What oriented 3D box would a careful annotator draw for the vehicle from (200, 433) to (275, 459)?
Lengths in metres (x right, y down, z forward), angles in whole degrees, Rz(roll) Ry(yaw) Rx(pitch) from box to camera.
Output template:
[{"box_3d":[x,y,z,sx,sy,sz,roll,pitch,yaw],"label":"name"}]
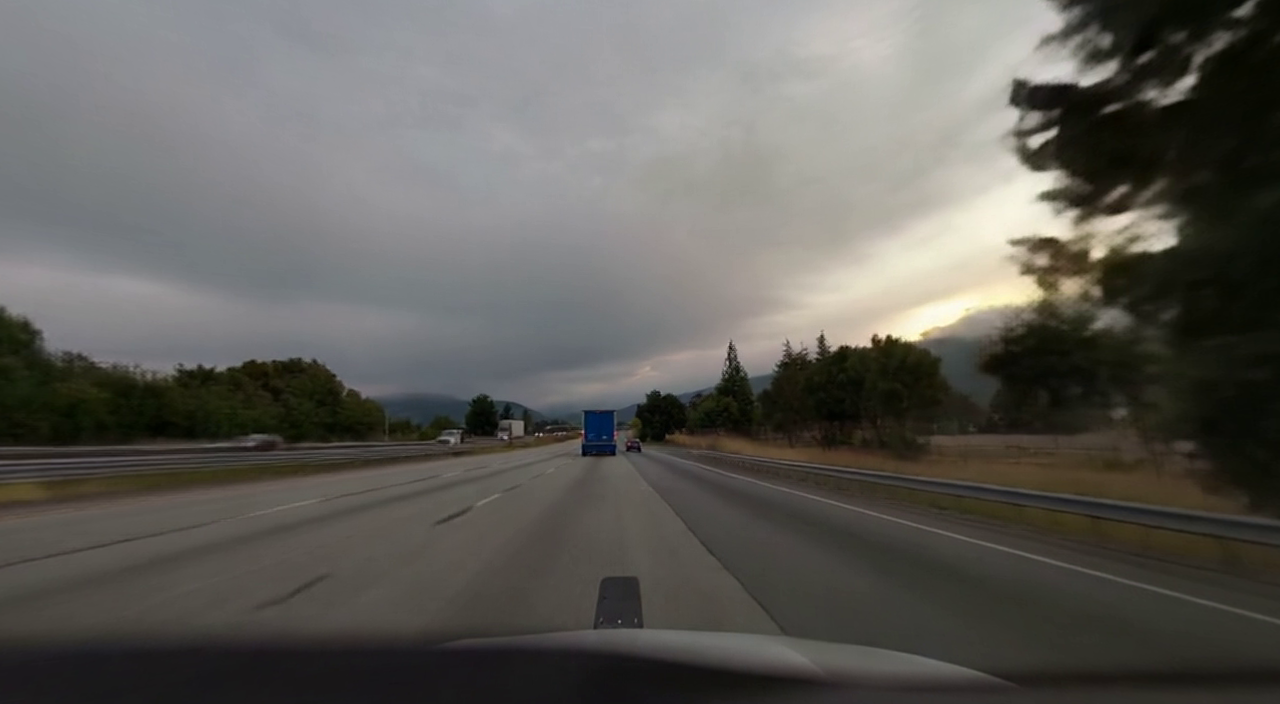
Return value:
[{"box_3d":[-25.132,5.861,39.594,1.777,1.539,4.656,1,-8,-2],"label":"vehicle"}]
